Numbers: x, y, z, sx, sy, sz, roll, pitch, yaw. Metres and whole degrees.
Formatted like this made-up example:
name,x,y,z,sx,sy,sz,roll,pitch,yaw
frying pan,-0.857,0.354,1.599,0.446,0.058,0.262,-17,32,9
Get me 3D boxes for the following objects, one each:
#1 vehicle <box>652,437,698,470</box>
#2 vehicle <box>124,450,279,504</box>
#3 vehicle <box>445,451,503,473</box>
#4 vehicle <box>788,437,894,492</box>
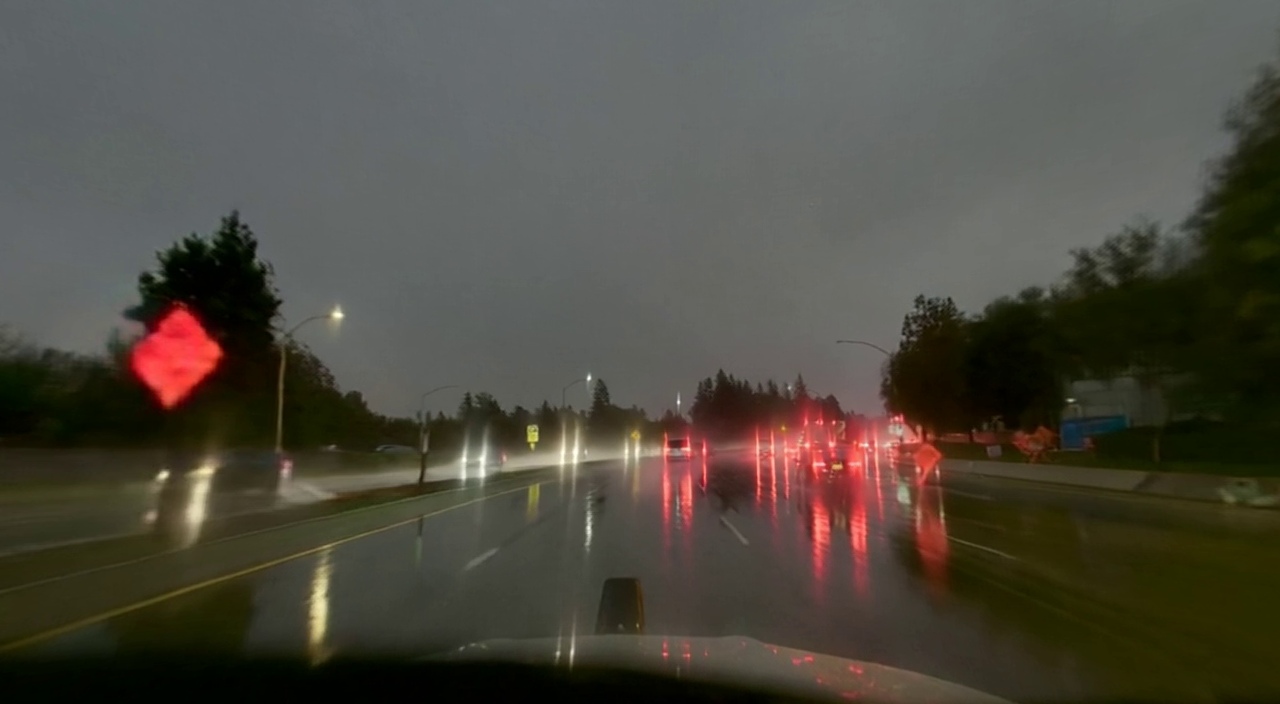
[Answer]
name,x,y,z,sx,sy,sz,roll,pitch,yaw
vehicle,2.020,5.613,35.114,2.201,1.676,4.541,-1,-8,7
vehicle,-14.966,4.257,21.965,1.913,1.610,4.549,-1,-8,4
vehicle,-11.607,7.721,44.643,2.205,1.446,4.840,-1,-9,8
vehicle,5.898,3.337,19.115,2.044,1.474,4.083,0,-8,3
